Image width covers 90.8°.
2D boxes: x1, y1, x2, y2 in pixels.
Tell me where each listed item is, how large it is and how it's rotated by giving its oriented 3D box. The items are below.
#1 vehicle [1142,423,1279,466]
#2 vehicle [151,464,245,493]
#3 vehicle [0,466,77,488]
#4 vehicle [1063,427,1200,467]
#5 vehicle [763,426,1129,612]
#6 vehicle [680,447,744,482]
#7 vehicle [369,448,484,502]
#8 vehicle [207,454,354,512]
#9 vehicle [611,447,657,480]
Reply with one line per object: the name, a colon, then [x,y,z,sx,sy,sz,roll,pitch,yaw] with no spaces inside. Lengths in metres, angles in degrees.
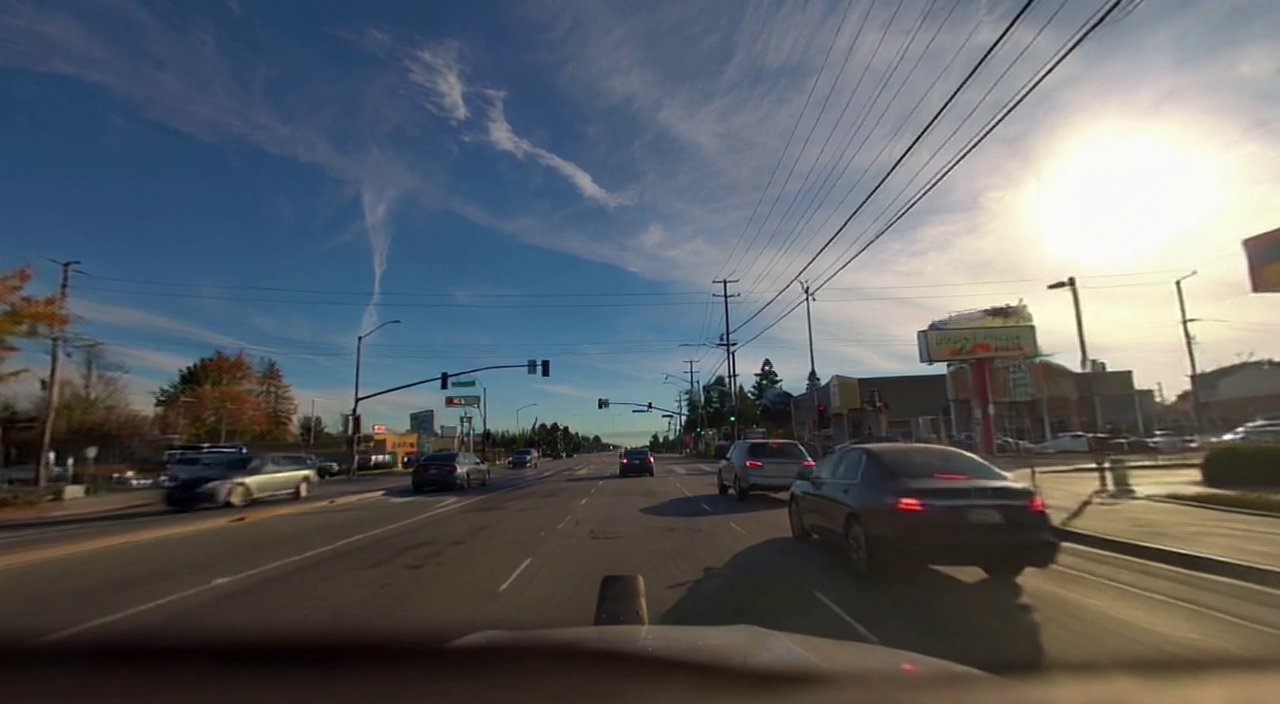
vehicle: [24.042,3.846,26.135,1.934,1.570,5.073,1,-9,-7]
vehicle: [-27.851,7.940,39.838,4.989,1.567,2.075,-2,-10,17]
vehicle: [-47.047,9.681,48.923,4.812,1.493,1.991,0,-9,-1]
vehicle: [19.969,3.916,25.988,2.140,1.485,4.425,-1,-9,2]
vehicle: [2.946,1.696,7.406,1.945,1.470,4.363,0,-9,-2]
vehicle: [3.170,5.092,28.909,2.208,1.436,4.542,0,-9,-2]
vehicle: [-6.437,3.728,19.590,2.075,1.470,4.190,-1,-9,0]
vehicle: [-10.908,3.968,19.657,1.985,1.512,4.433,-1,-9,0]
vehicle: [-0.320,5.361,30.656,2.065,1.484,3.894,0,-9,-1]
